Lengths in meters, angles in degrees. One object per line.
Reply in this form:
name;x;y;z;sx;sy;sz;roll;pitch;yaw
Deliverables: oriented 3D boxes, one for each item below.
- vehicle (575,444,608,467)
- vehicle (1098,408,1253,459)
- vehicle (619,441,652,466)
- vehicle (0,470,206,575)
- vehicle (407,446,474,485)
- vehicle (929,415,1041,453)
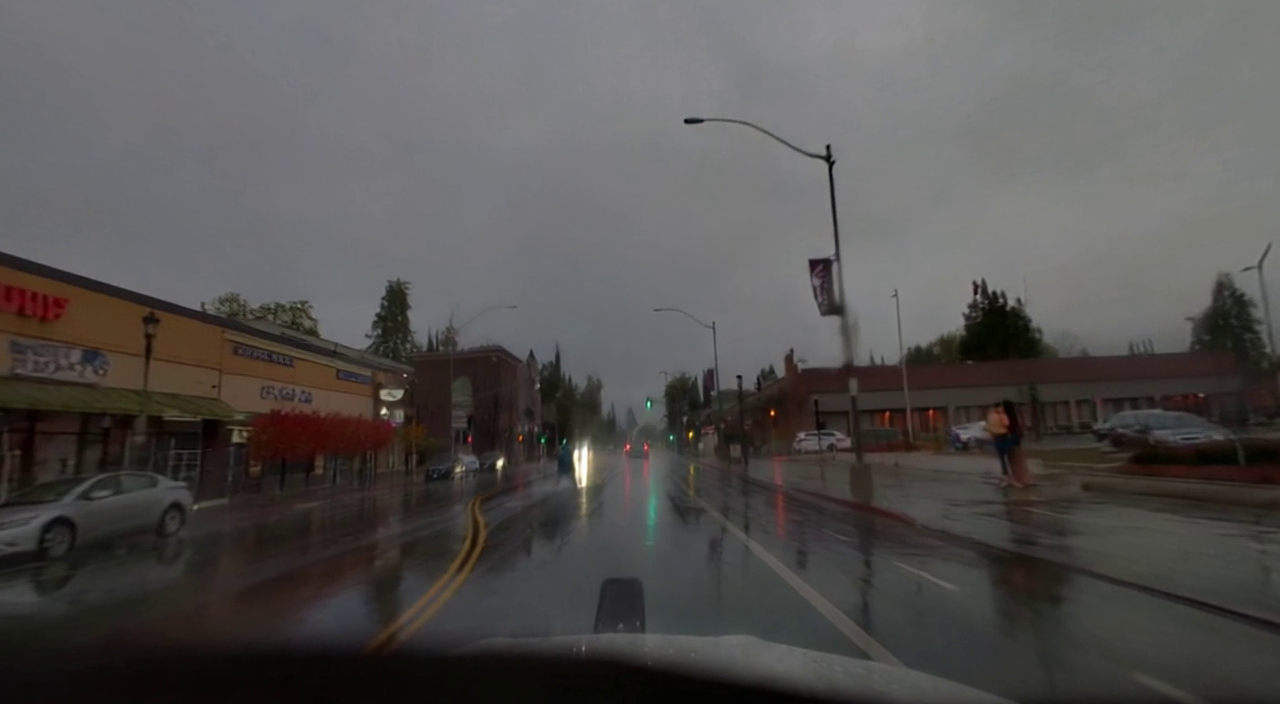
vehicle;-3.223;6.950;42.664;1.987;1.461;4.228;0;-8;-1
vehicle;17.048;2.695;20.459;1.773;1.446;4.421;-2;-9;10
vehicle;-0.281;6.866;42.802;2.105;1.611;3.750;0;-8;0
vehicle;-10.966;3.130;12.319;1.828;1.470;4.523;0;-8;-1
vehicle;-10.873;6.183;34.786;2.033;1.930;4.786;0;-8;1
vehicle;16.745;4.006;30.854;4.135;1.753;2.122;0;-8;1
